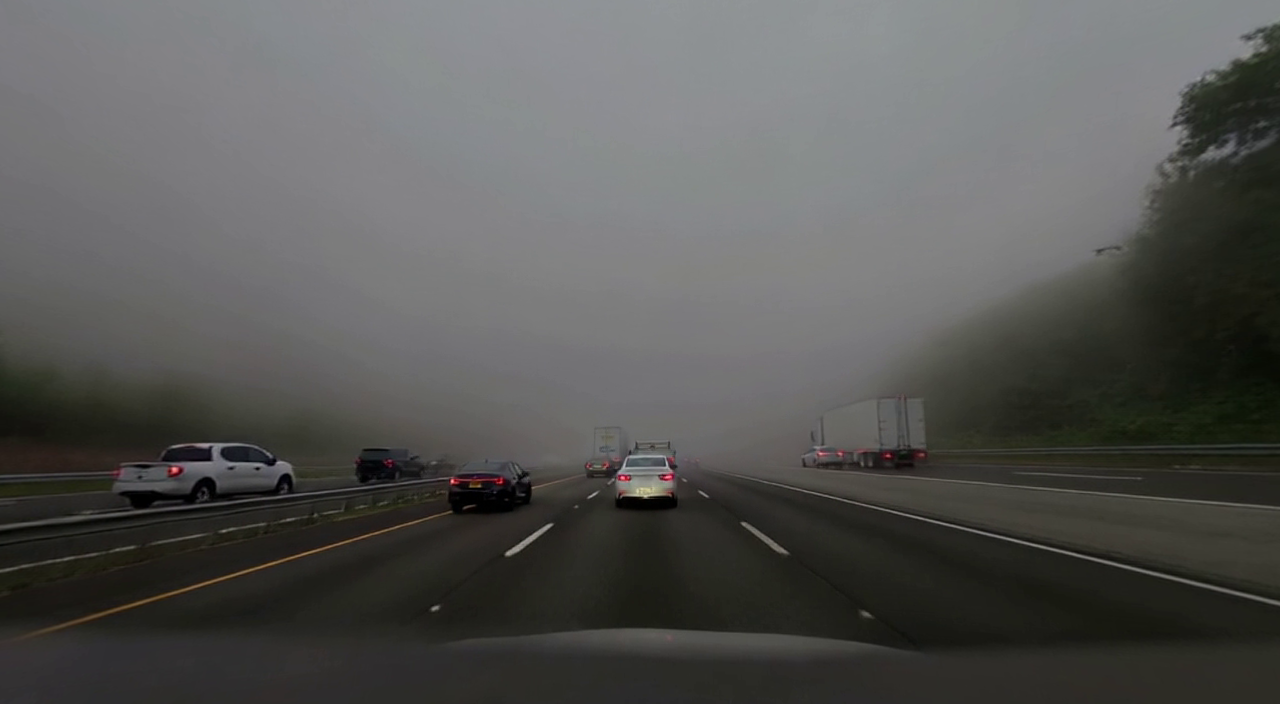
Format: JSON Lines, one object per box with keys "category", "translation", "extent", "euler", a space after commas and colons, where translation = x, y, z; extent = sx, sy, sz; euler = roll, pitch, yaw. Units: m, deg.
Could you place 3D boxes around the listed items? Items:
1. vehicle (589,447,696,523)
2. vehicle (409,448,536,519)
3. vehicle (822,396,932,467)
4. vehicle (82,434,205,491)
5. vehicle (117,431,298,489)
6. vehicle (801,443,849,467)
{"category": "vehicle", "translation": [0.073, 2.887, 14.183], "extent": [2.057, 1.449, 3.931], "euler": [0, -9, 1]}
{"category": "vehicle", "translation": [-3.970, 3.176, 15.784], "extent": [1.929, 1.509, 4.331], "euler": [0, -9, 1]}
{"category": "vehicle", "translation": [15.579, 5.567, 42.961], "extent": [2.825, 4.085, 12.815], "euler": [0, -9, 1]}
{"category": "vehicle", "translation": [-31.844, 7.074, 40.802], "extent": [2.761, 3.380, 5.944], "euler": [-1, -9, 3]}
{"category": "vehicle", "translation": [-31.603, 8.032, 47.609], "extent": [2.803, 3.665, 14.746], "euler": [-1, -9, 2]}
{"category": "vehicle", "translation": [11.939, 6.673, 40.903], "extent": [1.892, 1.504, 4.000], "euler": [0, -9, 0]}
